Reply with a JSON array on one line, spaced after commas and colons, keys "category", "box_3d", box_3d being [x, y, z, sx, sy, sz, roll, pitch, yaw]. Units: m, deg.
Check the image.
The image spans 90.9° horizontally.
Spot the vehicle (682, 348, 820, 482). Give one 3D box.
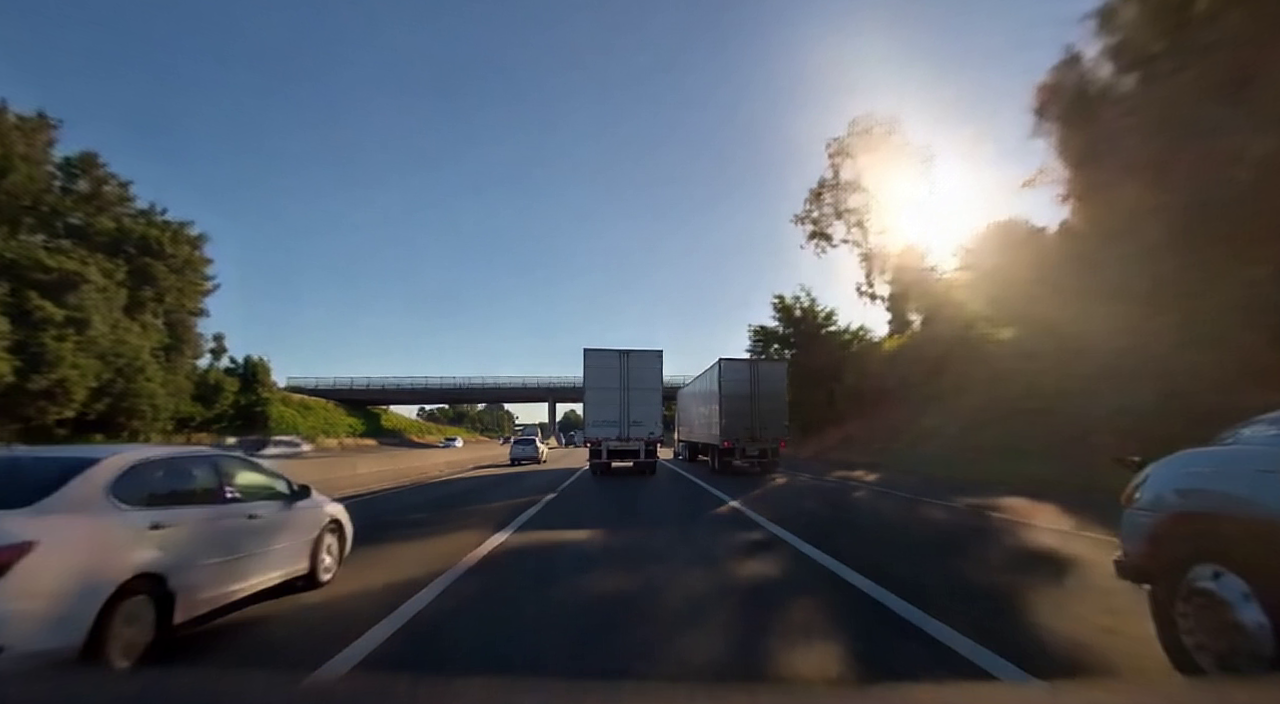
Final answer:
[{"category": "vehicle", "box_3d": [3.616, 2.576, 24.109, 2.817, 3.886, 11.491, 0, -8, -2]}]

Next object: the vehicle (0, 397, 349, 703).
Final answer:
[{"category": "vehicle", "box_3d": [-3.505, 0.998, 3.139, 1.894, 1.460, 4.662, 0, -8, 0]}]

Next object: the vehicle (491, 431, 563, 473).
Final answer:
[{"category": "vehicle", "box_3d": [-4.230, 3.789, 24.128, 2.049, 1.483, 3.786, 0, -8, 0]}]

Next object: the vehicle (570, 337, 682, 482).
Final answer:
[{"category": "vehicle", "box_3d": [-0.552, 2.307, 23.053, 3.090, 4.065, 10.702, 0, -8, -2]}]
